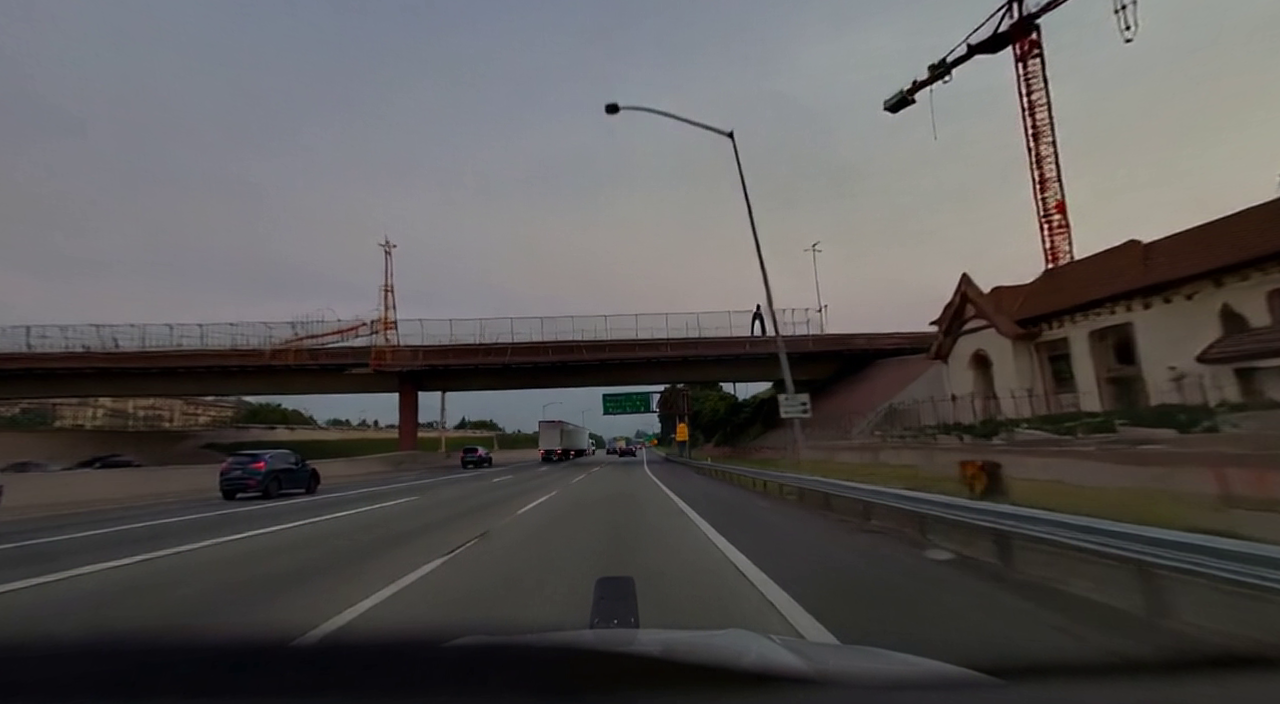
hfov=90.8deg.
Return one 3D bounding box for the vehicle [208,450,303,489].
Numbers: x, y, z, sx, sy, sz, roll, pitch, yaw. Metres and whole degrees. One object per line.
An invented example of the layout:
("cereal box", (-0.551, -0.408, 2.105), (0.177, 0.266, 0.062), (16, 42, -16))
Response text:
("vehicle", (-19.210, 5.863, 31.871), (1.932, 1.752, 4.541), (-1, -8, 0))
